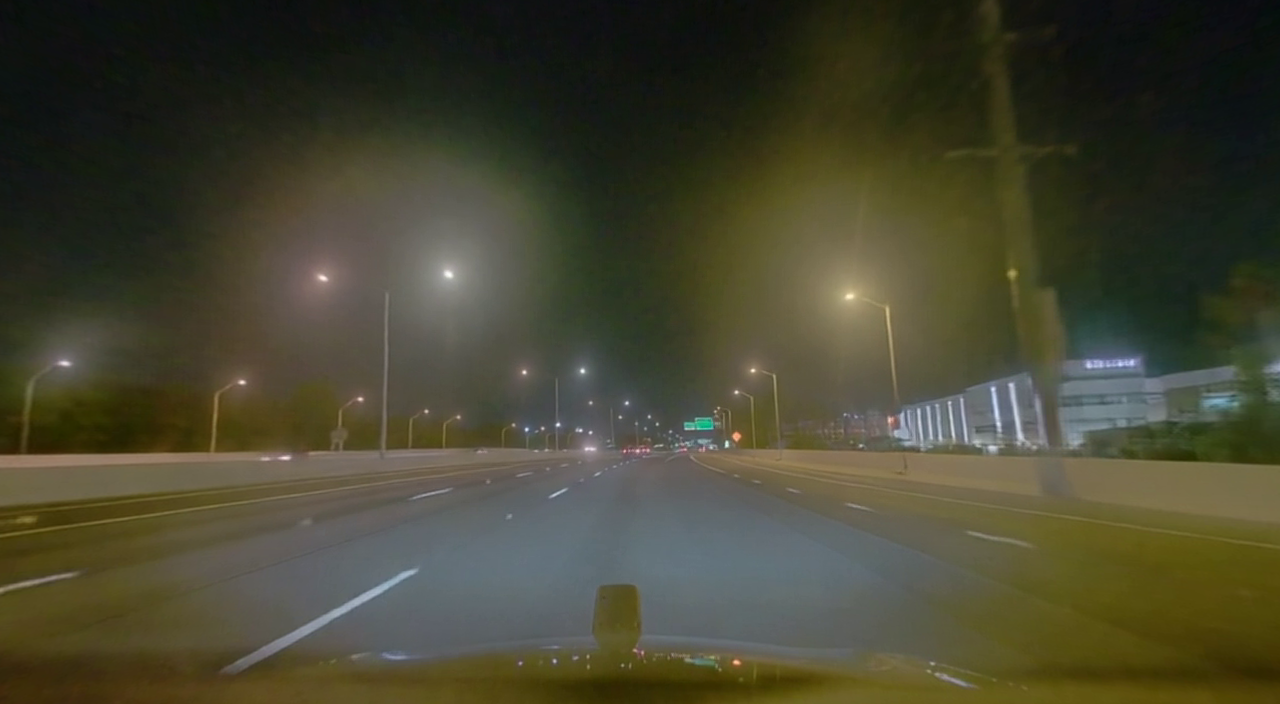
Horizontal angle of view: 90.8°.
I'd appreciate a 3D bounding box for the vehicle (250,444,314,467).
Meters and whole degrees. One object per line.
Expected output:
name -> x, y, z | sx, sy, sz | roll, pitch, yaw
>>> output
vehicle -> -27.381, 7.885, 48.491 | 2.034, 1.642, 4.759 | 0, -8, 2
